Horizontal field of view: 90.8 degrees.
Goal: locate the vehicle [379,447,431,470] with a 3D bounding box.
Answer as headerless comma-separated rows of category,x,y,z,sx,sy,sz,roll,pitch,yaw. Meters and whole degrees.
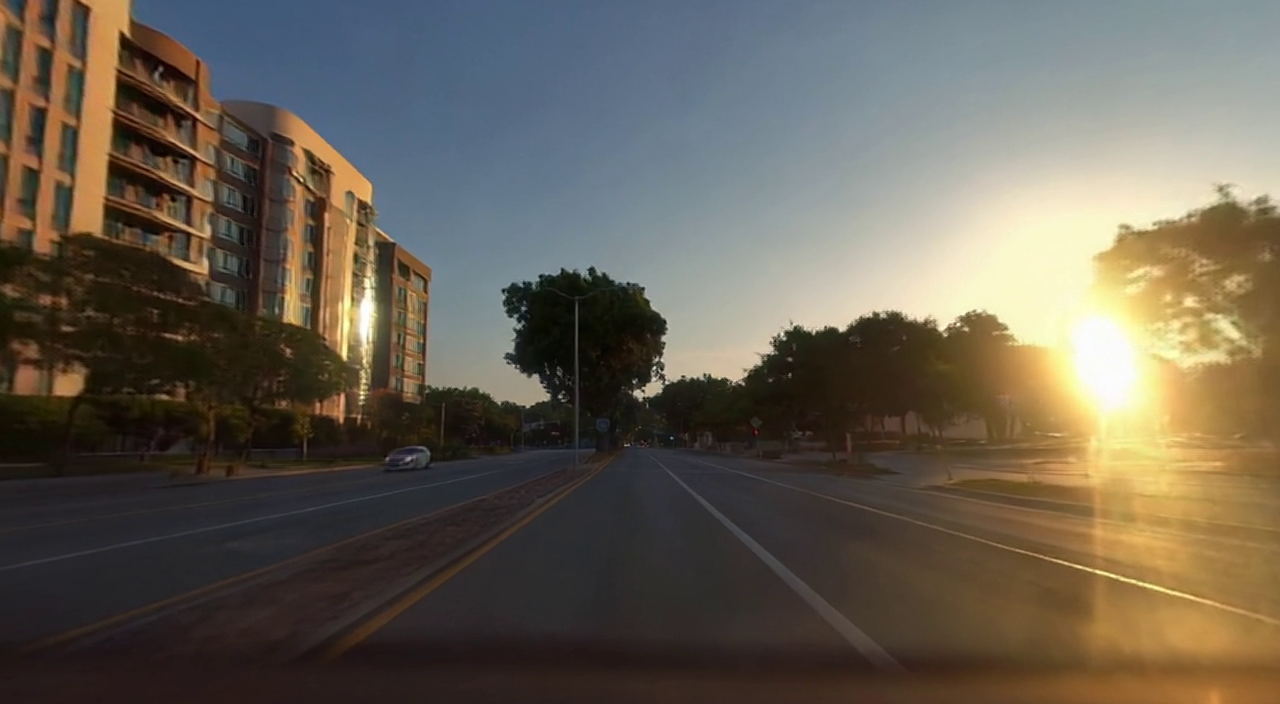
vehicle,-16.126,7.289,43.589,1.908,1.492,4.285,0,-9,1
